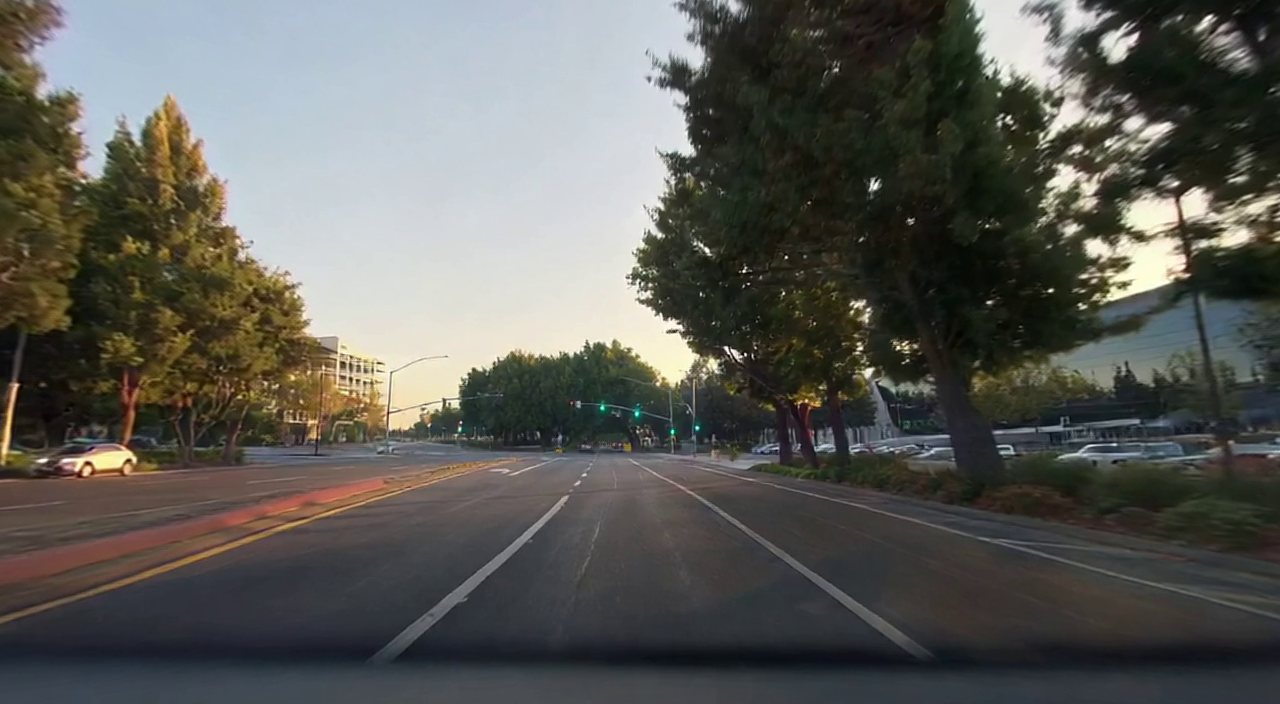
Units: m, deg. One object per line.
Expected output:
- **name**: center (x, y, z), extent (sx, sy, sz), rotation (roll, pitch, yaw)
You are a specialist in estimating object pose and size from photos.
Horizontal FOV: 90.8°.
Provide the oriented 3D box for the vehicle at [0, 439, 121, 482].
- **vehicle**: center (-22.409, 4.072, 23.927), extent (1.792, 1.446, 4.493), rotation (0, -9, -2)
